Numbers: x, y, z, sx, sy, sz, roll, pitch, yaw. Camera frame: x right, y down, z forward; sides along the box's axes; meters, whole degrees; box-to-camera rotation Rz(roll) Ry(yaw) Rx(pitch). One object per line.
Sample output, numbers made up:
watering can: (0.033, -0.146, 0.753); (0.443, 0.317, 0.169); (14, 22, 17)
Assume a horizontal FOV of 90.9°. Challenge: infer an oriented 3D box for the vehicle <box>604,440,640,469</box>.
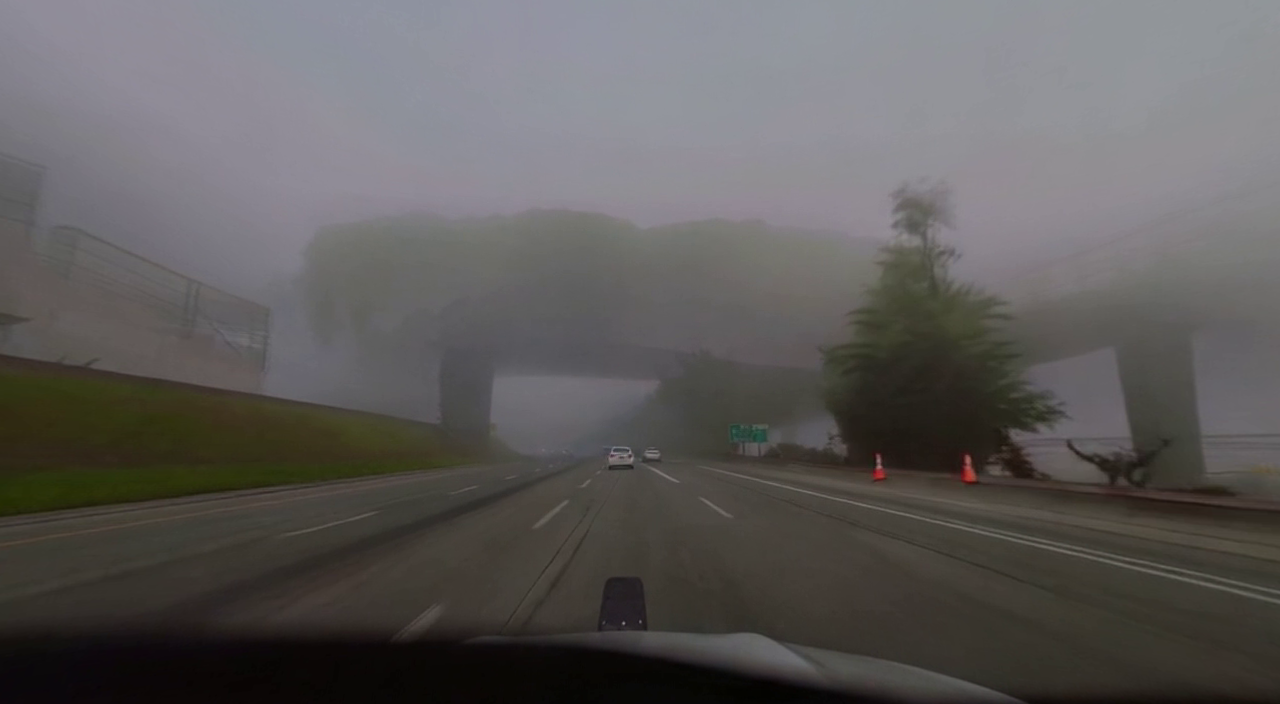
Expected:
vehicle: (-1.296, 6.923, 42.709); (2.328, 1.805, 4.502); (0, -8, -3)
